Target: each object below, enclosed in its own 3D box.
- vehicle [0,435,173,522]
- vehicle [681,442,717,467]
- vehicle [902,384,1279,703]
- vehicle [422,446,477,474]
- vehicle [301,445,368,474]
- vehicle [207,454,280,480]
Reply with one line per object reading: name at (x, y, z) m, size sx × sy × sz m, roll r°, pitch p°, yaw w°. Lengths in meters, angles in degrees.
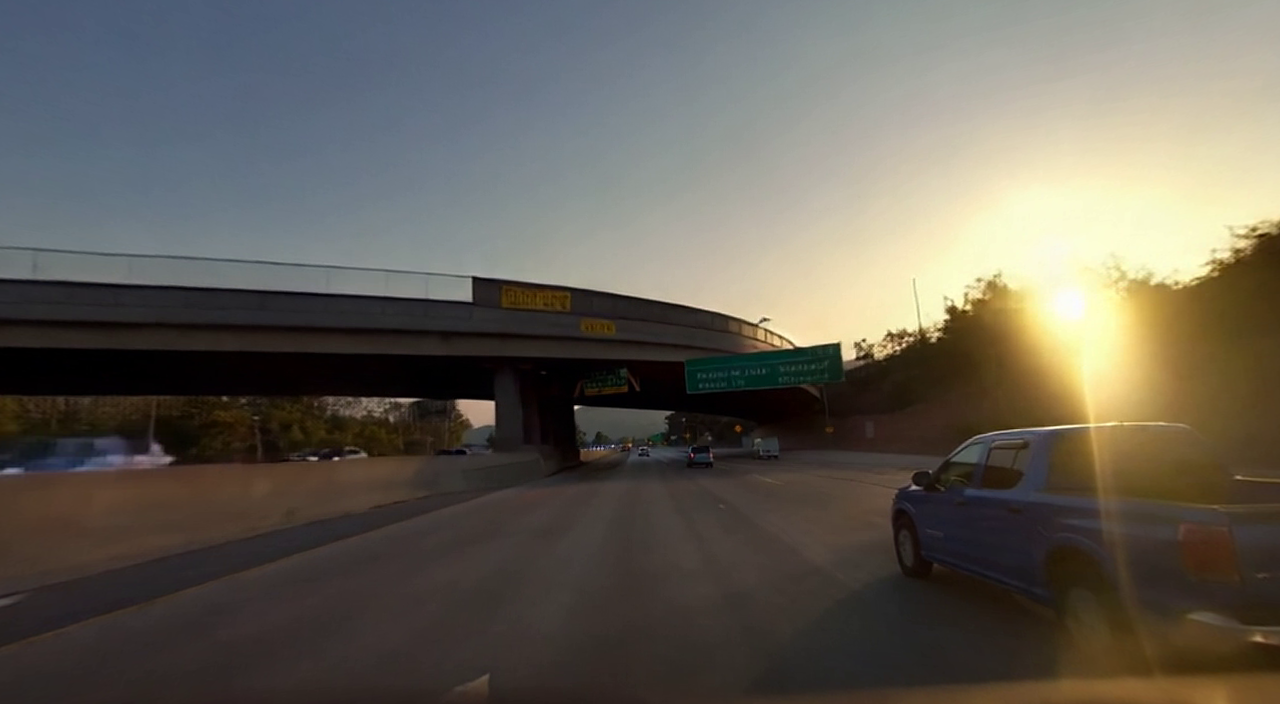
vehicle at (-14.962, 3.019, 15.527) m, size 2.231 × 1.879 × 5.996 m, roll -1°, pitch -8°, yaw 1°
vehicle at (4.007, 7.035, 43.553) m, size 2.014 × 1.643 × 4.039 m, roll 0°, pitch -8°, yaw -1°
vehicle at (3.357, 0.990, 3.035) m, size 2.119 × 1.524 × 4.807 m, roll 0°, pitch -8°, yaw 0°
vehicle at (-11.304, 6.416, 37.682) m, size 1.856 × 1.503 × 4.274 m, roll -1°, pitch -8°, yaw 1°
vehicle at (-22.114, 7.785, 45.968) m, size 2.210 × 1.915 × 5.344 m, roll 0°, pitch -8°, yaw 0°
vehicle at (-25.903, 7.520, 41.426) m, size 1.804 × 1.459 × 4.578 m, roll 0°, pitch -8°, yaw 0°
